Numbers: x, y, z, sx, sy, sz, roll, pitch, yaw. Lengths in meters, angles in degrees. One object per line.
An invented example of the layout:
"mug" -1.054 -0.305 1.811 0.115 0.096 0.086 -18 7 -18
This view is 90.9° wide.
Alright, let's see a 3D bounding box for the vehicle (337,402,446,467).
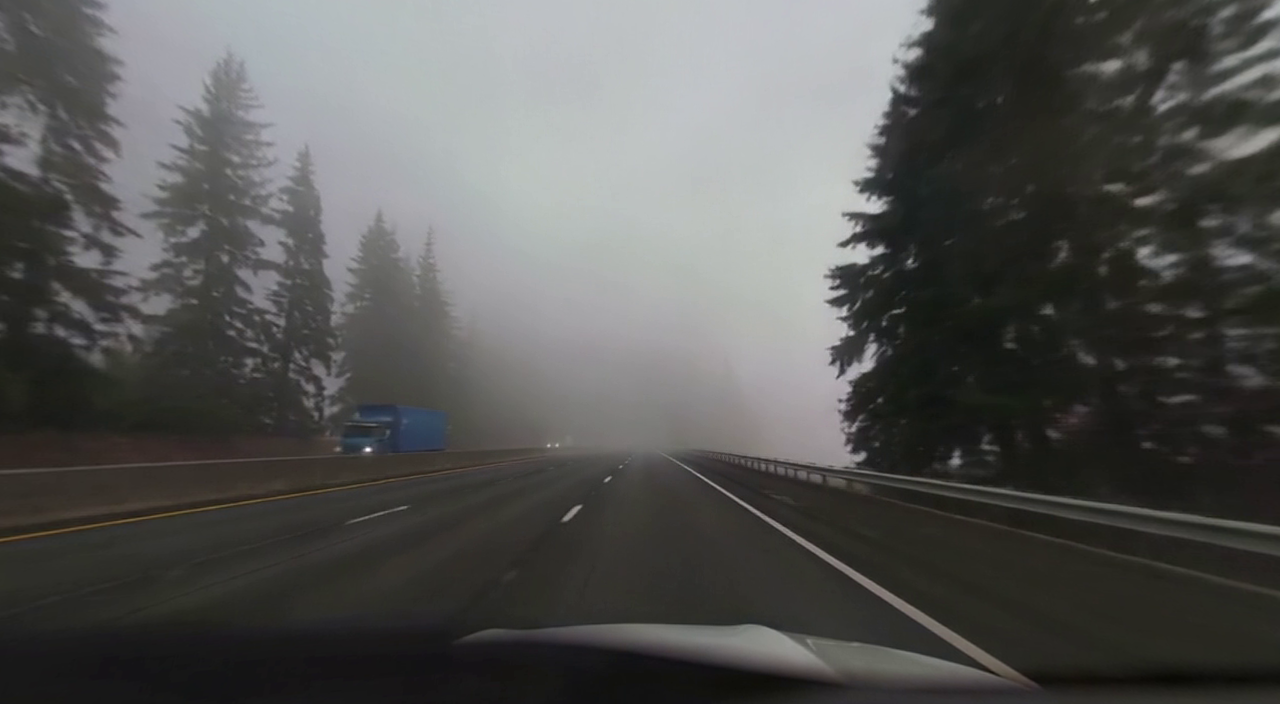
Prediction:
"vehicle" -16.984 5.901 44.338 2.939 3.962 11.102 0 -8 1
